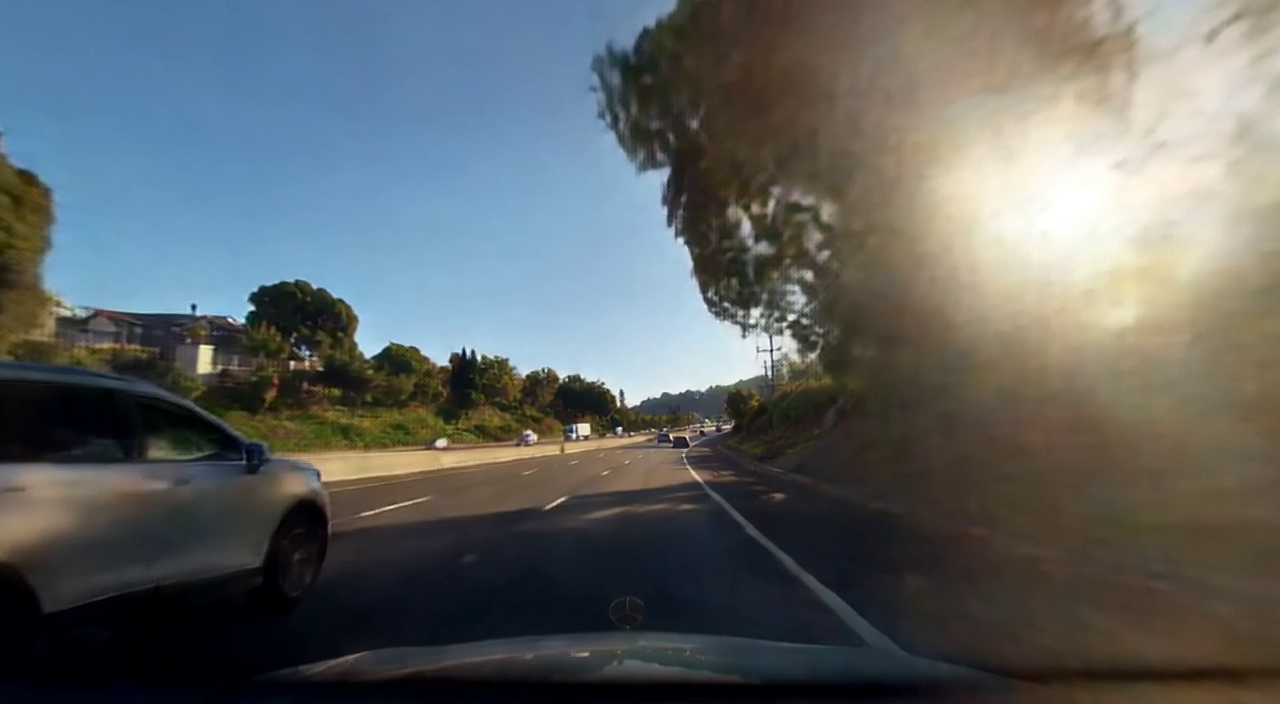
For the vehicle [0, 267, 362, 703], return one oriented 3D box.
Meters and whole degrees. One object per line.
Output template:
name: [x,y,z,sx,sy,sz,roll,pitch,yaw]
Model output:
vehicle: [-3.538,0.738,2.900,2.136,1.975,5.037,0,-8,1]
